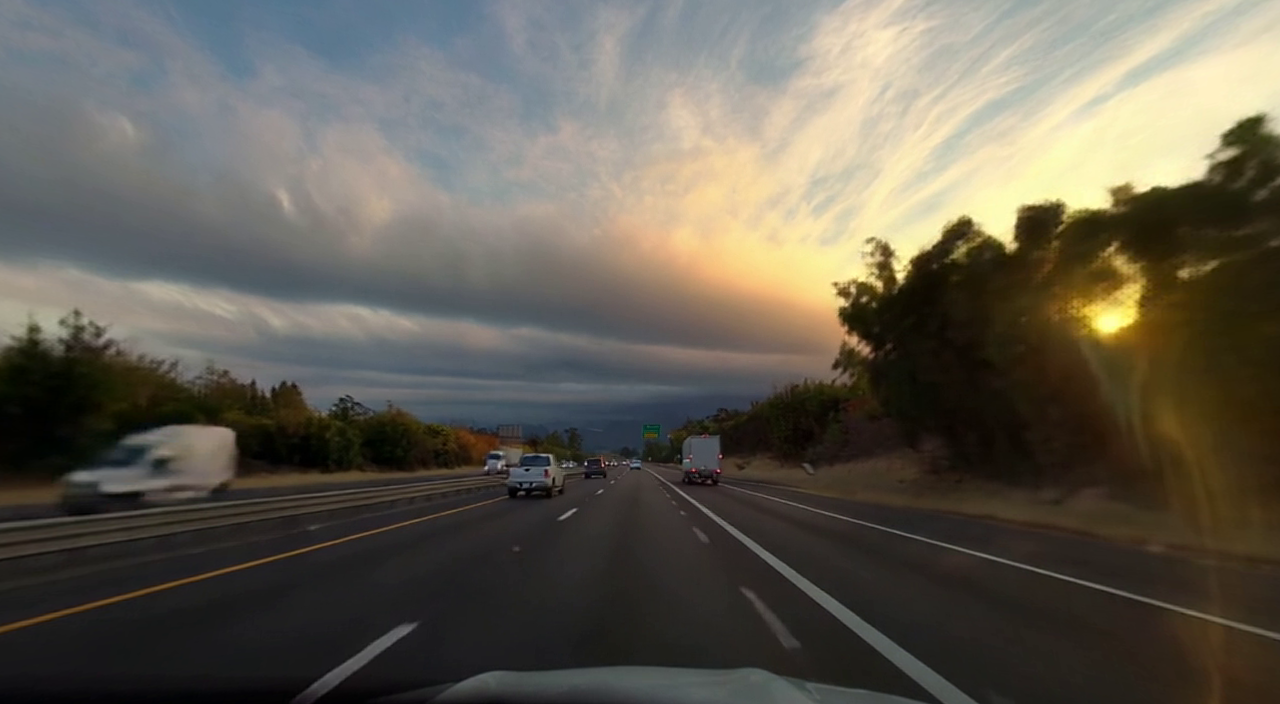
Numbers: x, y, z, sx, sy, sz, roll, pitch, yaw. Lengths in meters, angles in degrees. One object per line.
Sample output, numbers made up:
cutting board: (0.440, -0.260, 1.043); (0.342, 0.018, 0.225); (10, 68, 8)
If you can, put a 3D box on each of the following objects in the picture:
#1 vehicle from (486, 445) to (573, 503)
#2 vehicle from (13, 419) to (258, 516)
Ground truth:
vehicle: (-3.934, 4.484, 23.395); (2.272, 1.873, 4.832); (1, -10, 0)
vehicle: (-15.240, 3.608, 19.827); (2.333, 2.505, 6.322); (1, -10, 0)
